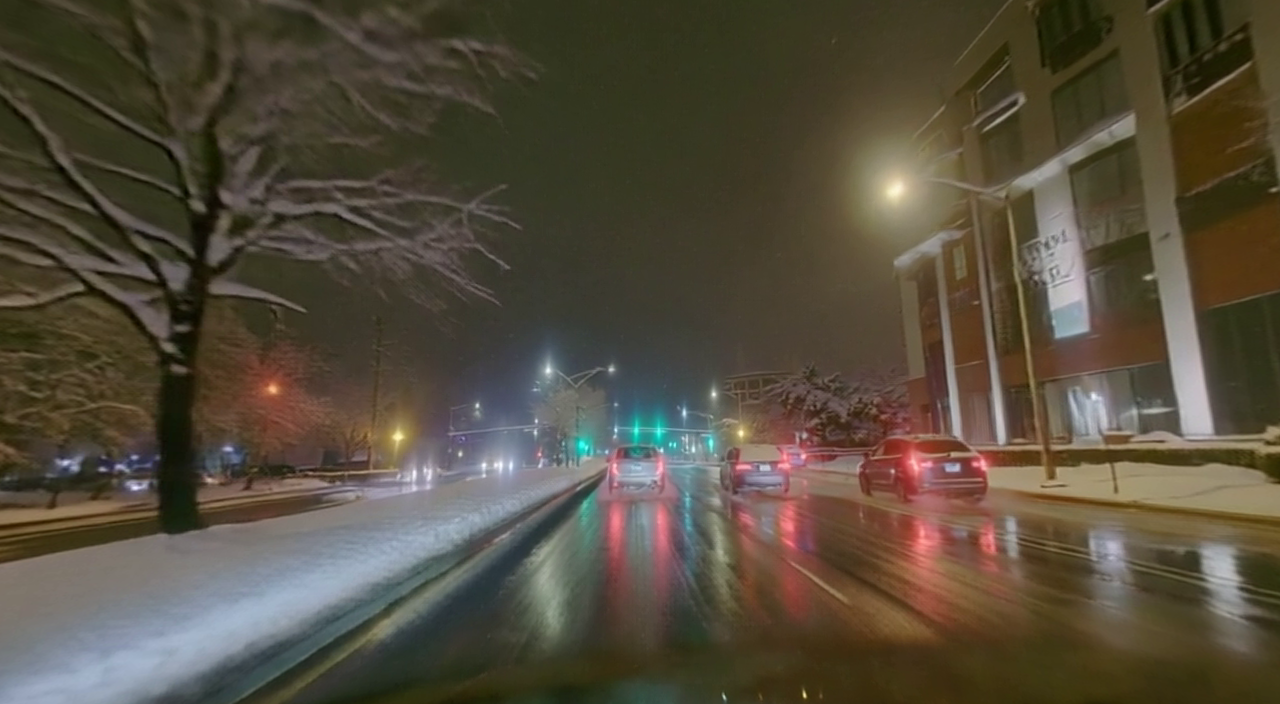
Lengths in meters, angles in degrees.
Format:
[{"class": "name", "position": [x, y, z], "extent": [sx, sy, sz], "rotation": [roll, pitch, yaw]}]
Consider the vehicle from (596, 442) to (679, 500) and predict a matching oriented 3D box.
[{"class": "vehicle", "position": [-0.122, 3.349, 18.133], "extent": [2.101, 1.444, 4.248], "rotation": [0, -9, -1]}]

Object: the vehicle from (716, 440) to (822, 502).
[{"class": "vehicle", "position": [3.423, 3.270, 17.690], "extent": [1.993, 1.477, 4.240], "rotation": [0, -9, -1]}]

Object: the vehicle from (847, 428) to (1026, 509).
[{"class": "vehicle", "position": [7.148, 2.882, 15.986], "extent": [2.052, 1.708, 4.842], "rotation": [0, -9, -1]}]
